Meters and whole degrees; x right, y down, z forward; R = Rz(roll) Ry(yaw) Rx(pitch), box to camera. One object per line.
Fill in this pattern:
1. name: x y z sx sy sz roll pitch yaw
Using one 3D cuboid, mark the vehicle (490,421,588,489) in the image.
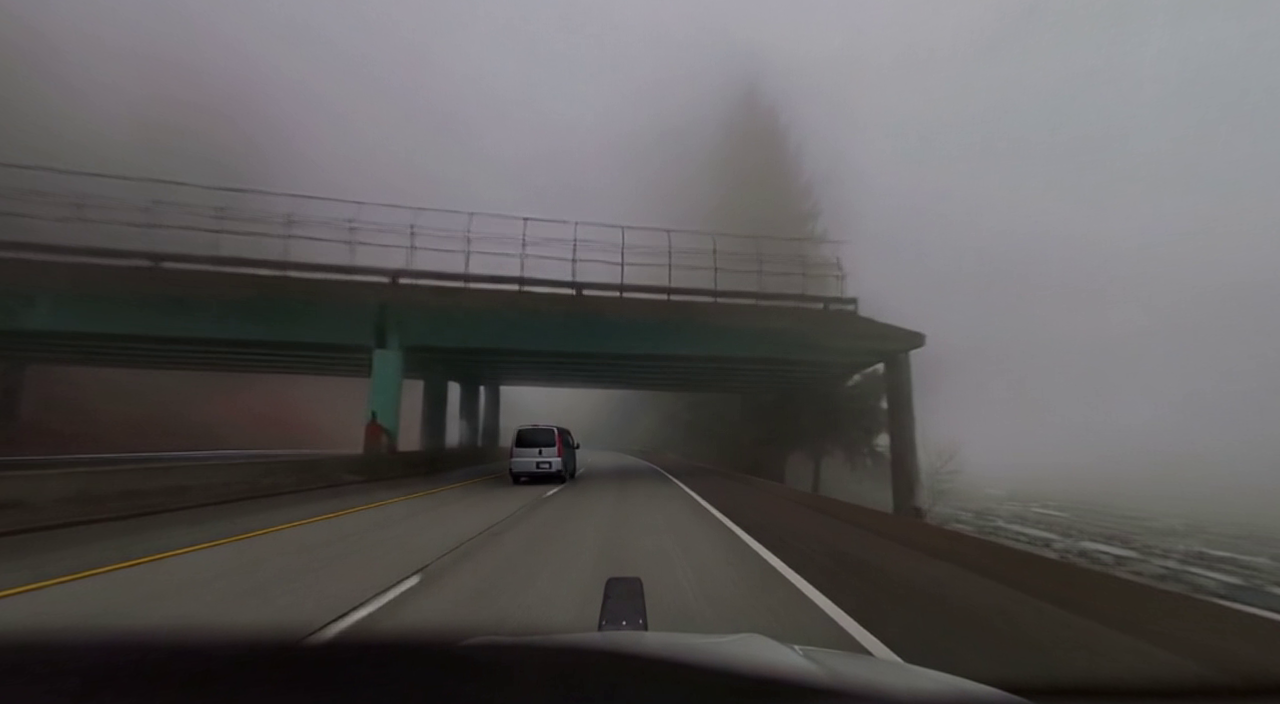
1. vehicle: -3.089 3.308 20.492 2.372 1.891 5.061 0 -8 0
